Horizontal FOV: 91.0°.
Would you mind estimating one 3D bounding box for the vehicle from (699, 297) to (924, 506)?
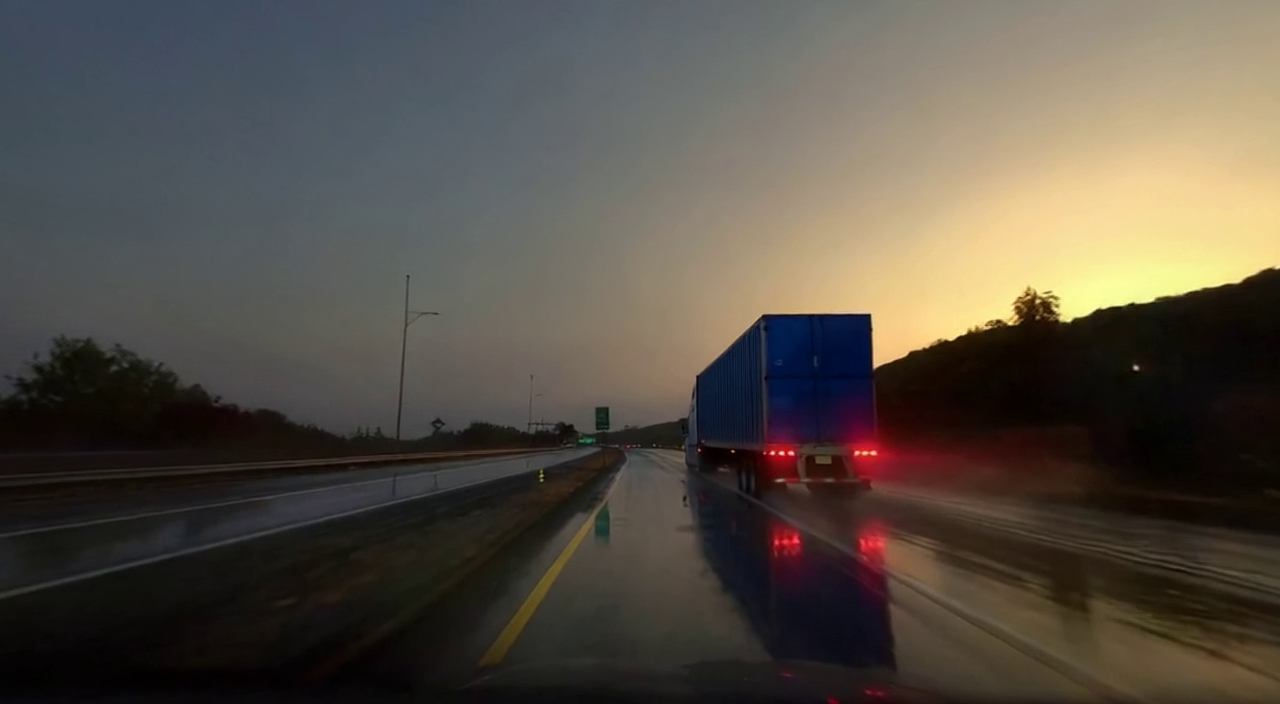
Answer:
[{"bbox_3d":[4.329,2.002,20.531,3.615,4.578,13.539,0,-8,0],"label":"vehicle"}]
